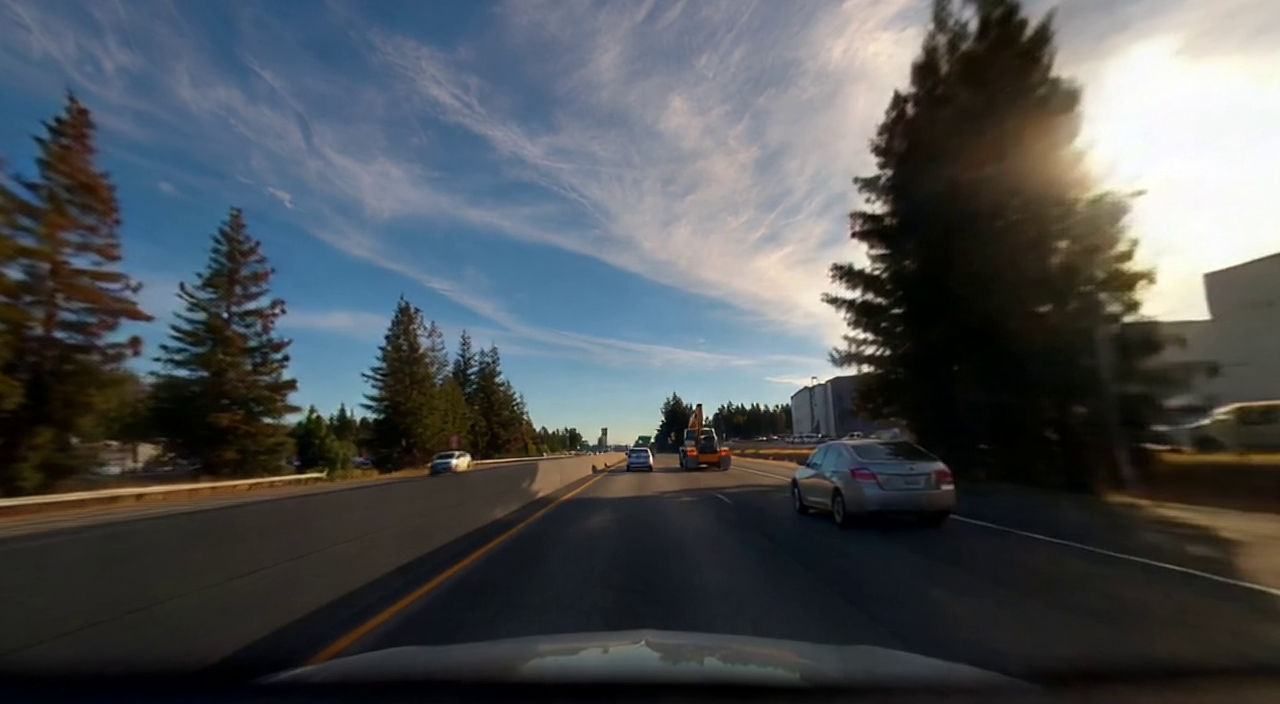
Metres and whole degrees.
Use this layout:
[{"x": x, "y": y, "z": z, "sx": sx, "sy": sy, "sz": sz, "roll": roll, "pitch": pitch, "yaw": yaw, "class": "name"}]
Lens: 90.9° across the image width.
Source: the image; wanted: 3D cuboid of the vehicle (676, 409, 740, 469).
[{"x": 4.247, "y": 5.783, "z": 41.483, "sx": 3.089, "sy": 3.568, "sz": 8.101, "roll": 0, "pitch": -9, "yaw": -1, "class": "vehicle"}]

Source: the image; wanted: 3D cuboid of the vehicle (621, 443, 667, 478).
[{"x": 0.152, "y": 5.165, "z": 30.282, "sx": 2.045, "sy": 1.527, "sz": 4.023, "roll": 0, "pitch": -9, "yaw": -1, "class": "vehicle"}]

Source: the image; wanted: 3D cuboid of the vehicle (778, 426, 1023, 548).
[{"x": 3.748, "y": 2.024, "z": 10.022, "sx": 2.168, "sy": 1.529, "sz": 3.883, "roll": 0, "pitch": -9, "yaw": -1, "class": "vehicle"}]
